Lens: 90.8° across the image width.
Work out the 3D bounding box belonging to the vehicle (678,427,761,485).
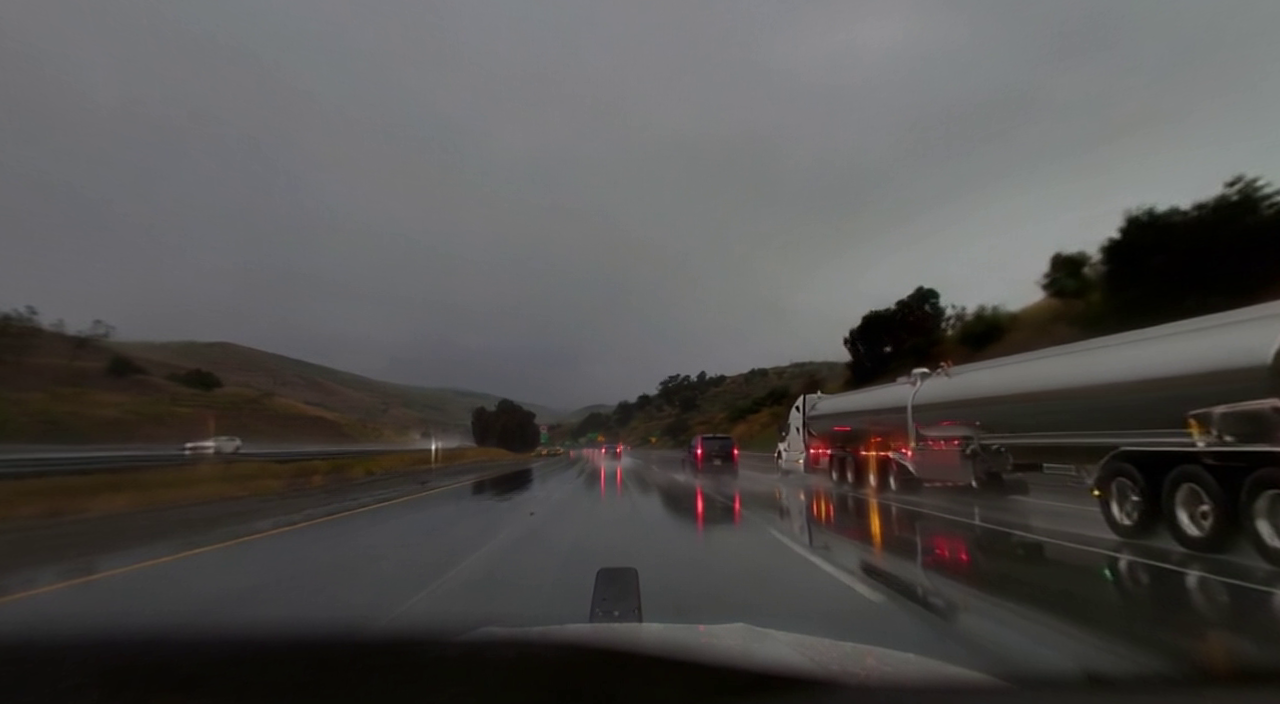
[{"bbox_3d":[2.659,3.633,22.258,2.098,1.794,4.561,0,-9,-3],"label":"vehicle"}]

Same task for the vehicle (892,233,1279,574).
[{"bbox_3d":[7.462,1.060,9.837,2.805,3.212,9.978,0,-9,-1],"label":"vehicle"}]

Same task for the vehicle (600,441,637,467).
[{"bbox_3d":[-1.350,6.097,37.906,2.083,1.477,3.965,0,-9,-4],"label":"vehicle"}]
